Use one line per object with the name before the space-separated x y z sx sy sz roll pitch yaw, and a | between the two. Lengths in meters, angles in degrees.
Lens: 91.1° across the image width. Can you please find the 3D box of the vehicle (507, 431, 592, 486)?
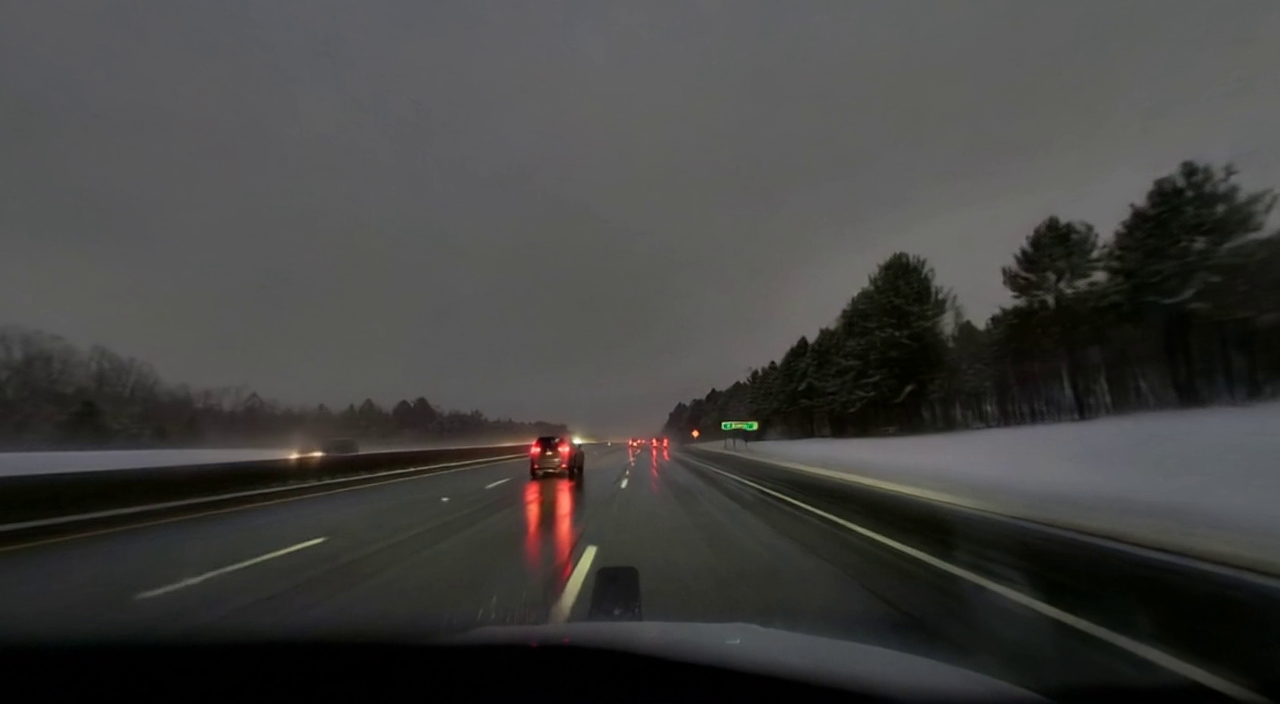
vehicle | -2.796 3.379 20.434 2.039 1.589 4.324 0 -8 1
